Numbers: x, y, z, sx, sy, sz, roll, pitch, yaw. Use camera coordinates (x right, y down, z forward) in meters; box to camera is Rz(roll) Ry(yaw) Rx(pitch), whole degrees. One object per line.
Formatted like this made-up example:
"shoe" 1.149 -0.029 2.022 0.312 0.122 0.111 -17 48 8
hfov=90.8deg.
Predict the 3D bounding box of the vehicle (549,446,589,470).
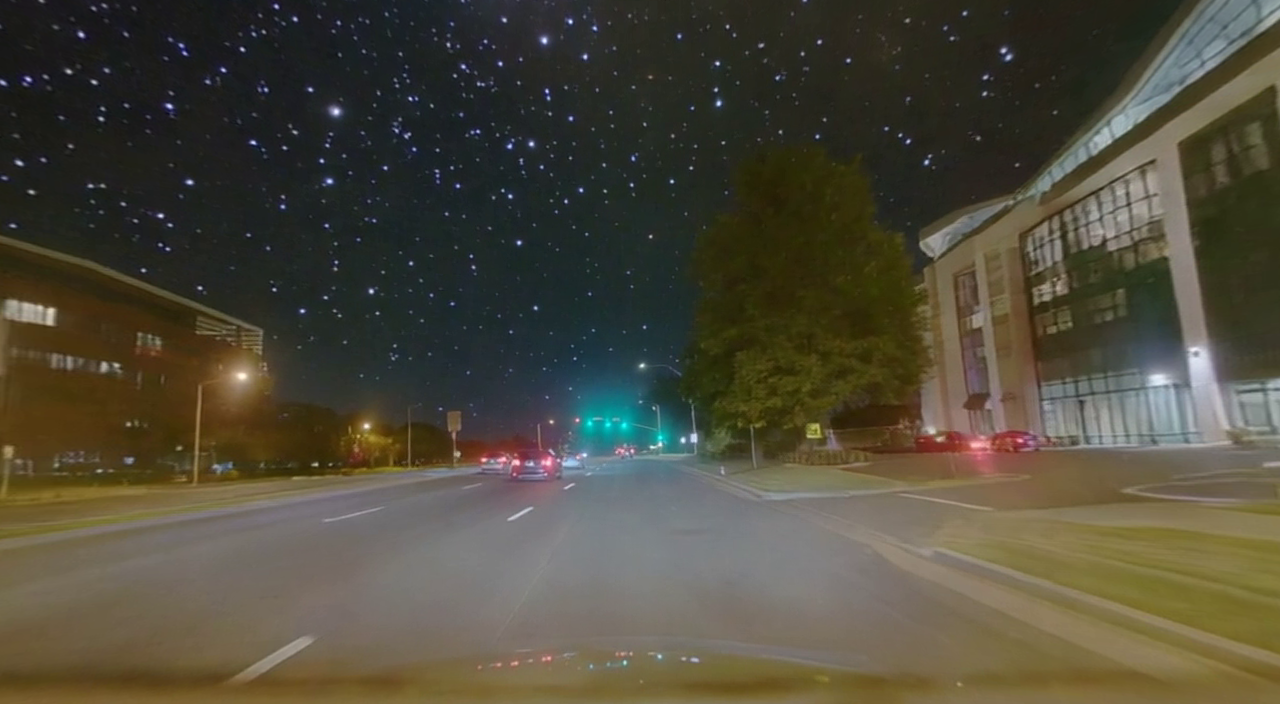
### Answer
"vehicle" -4.345 6.542 39.170 1.971 1.414 4.317 0 -8 0

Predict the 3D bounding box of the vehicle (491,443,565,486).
"vehicle" -4.179 4.285 24.418 2.011 1.483 4.596 0 -9 0

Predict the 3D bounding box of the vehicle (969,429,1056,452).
"vehicle" 24.795 5.893 42.151 4.614 1.464 1.856 0 -9 0

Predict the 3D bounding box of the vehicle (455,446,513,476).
"vehicle" -8.400 5.916 34.546 1.976 1.497 4.709 0 -9 0

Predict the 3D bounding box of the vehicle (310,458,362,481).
"vehicle" -23.850 9.219 49.797 2.007 1.501 4.340 -3 -9 -1

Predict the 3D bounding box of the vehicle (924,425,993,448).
"vehicle" 24.548 6.494 48.752 4.154 1.662 2.113 -1 -8 0

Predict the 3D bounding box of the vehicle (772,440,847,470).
"vehicle" 12.403 7.595 46.446 4.790 1.439 2.034 -9 -9 0
